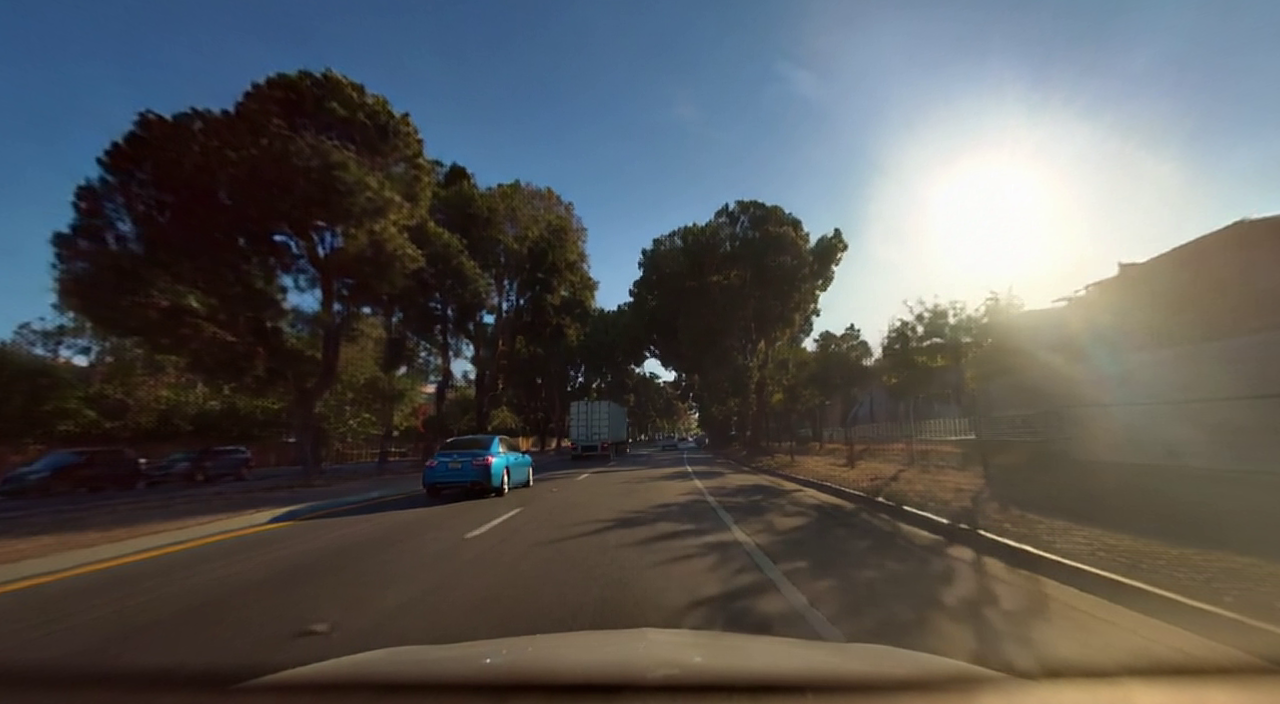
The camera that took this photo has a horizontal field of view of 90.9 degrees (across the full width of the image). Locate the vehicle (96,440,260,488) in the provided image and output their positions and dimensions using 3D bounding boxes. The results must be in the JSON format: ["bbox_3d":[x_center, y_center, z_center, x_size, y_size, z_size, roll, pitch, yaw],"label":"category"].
[{"bbox_3d":[-15.538,3.760,21.613,1.934,1.466,4.697,0,-8,2],"label":"vehicle"}]

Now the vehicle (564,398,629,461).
[{"bbox_3d":[-2.307,4.618,36.900,2.746,3.276,8.572,-1,-8,3],"label":"vehicle"}]

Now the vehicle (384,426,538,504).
[{"bbox_3d":[-3.753,2.465,14.172,2.005,1.462,4.345,-1,-8,3],"label":"vehicle"}]

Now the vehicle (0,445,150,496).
[{"bbox_3d":[-18.710,3.763,20.512,1.895,1.464,4.393,0,-8,2],"label":"vehicle"}]
